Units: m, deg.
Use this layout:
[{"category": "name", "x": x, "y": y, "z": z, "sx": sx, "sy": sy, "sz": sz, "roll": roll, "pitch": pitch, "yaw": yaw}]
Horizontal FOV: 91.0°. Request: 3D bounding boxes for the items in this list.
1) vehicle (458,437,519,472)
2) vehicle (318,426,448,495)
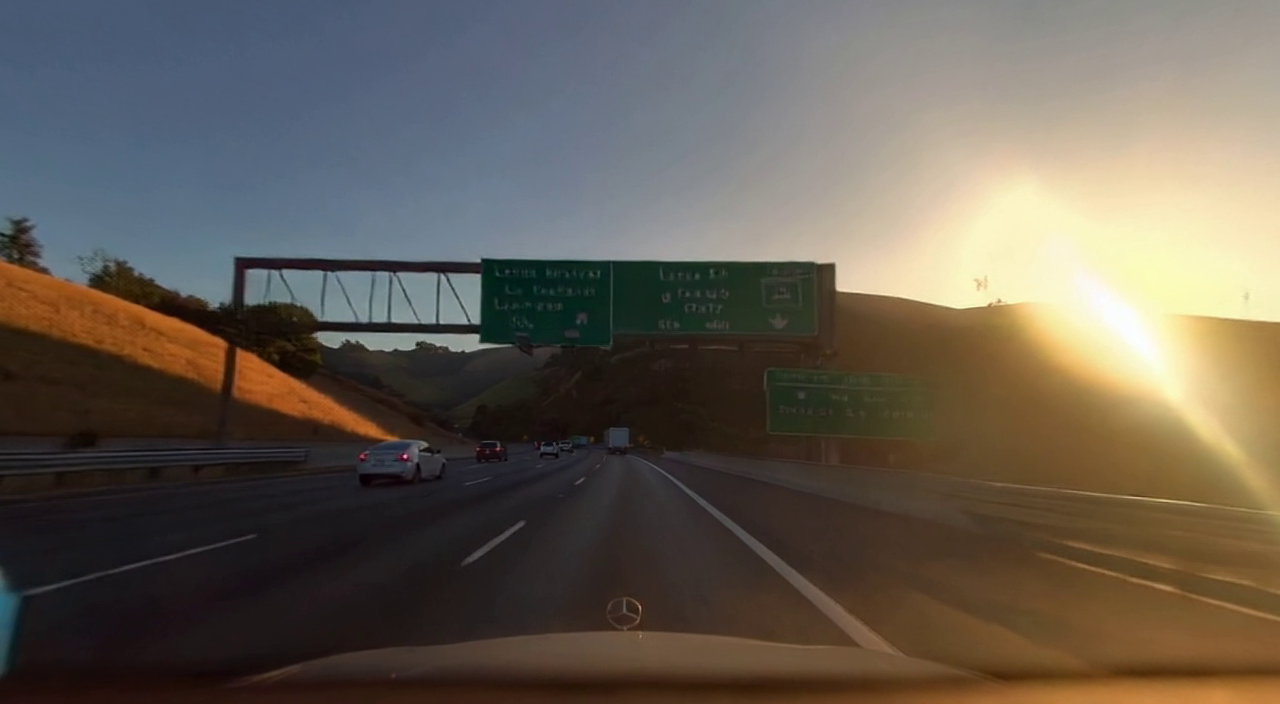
[{"category": "vehicle", "x": -7.823, "y": 5.332, "z": 32.986, "sx": 2.099, "sy": 1.644, "sz": 4.638, "roll": 1, "pitch": -9, "yaw": -1}, {"category": "vehicle", "x": -7.315, "y": 3.127, "z": 18.466, "sx": 2.081, "sy": 1.740, "sz": 4.268, "roll": 1, "pitch": -9, "yaw": -2}]
